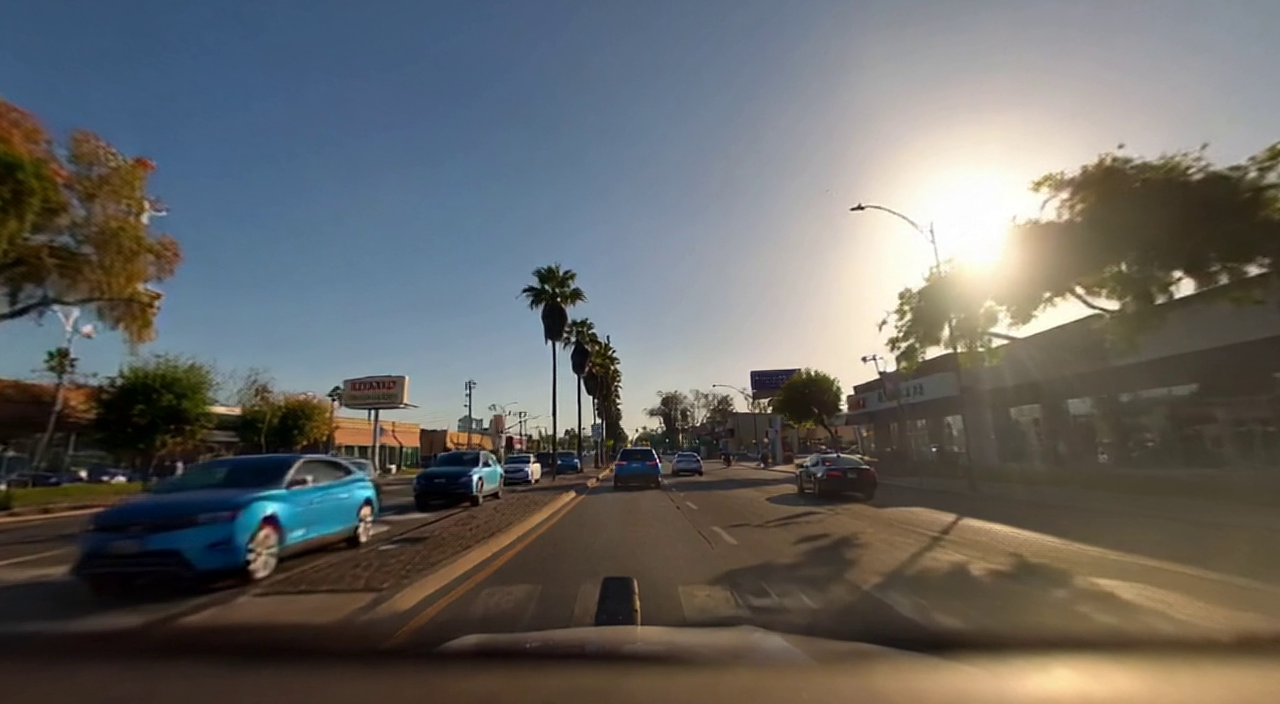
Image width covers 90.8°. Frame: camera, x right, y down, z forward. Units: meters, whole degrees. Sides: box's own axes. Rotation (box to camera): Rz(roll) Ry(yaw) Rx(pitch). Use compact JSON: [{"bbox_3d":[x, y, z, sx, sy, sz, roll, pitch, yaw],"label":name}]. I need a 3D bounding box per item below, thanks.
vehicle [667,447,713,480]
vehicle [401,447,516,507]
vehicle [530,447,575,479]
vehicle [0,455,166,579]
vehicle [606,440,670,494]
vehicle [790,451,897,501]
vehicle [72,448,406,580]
[{"bbox_3d":[2.749,6.256,35.750,2.112,1.710,4.234,0,-9,-2],"label":"vehicle"},{"bbox_3d":[-5.162,3.593,18.625,2.036,1.541,4.107,0,-9,2],"label":"vehicle"},{"bbox_3d":[-5.244,6.700,38.381,2.160,1.769,4.494,0,-9,-1],"label":"vehicle"},{"bbox_3d":[-8.592,2.026,7.850,2.061,1.415,4.289,0,-9,0],"label":"vehicle"},{"bbox_3d":[-0.097,4.207,23.416,2.151,1.787,4.109,0,-9,-1],"label":"vehicle"},{"bbox_3d":[6.478,3.971,20.684,1.944,1.447,4.309,0,-9,-2],"label":"vehicle"},{"bbox_3d":[-5.254,2.131,9.217,2.030,1.441,4.324,0,-9,0],"label":"vehicle"}]
